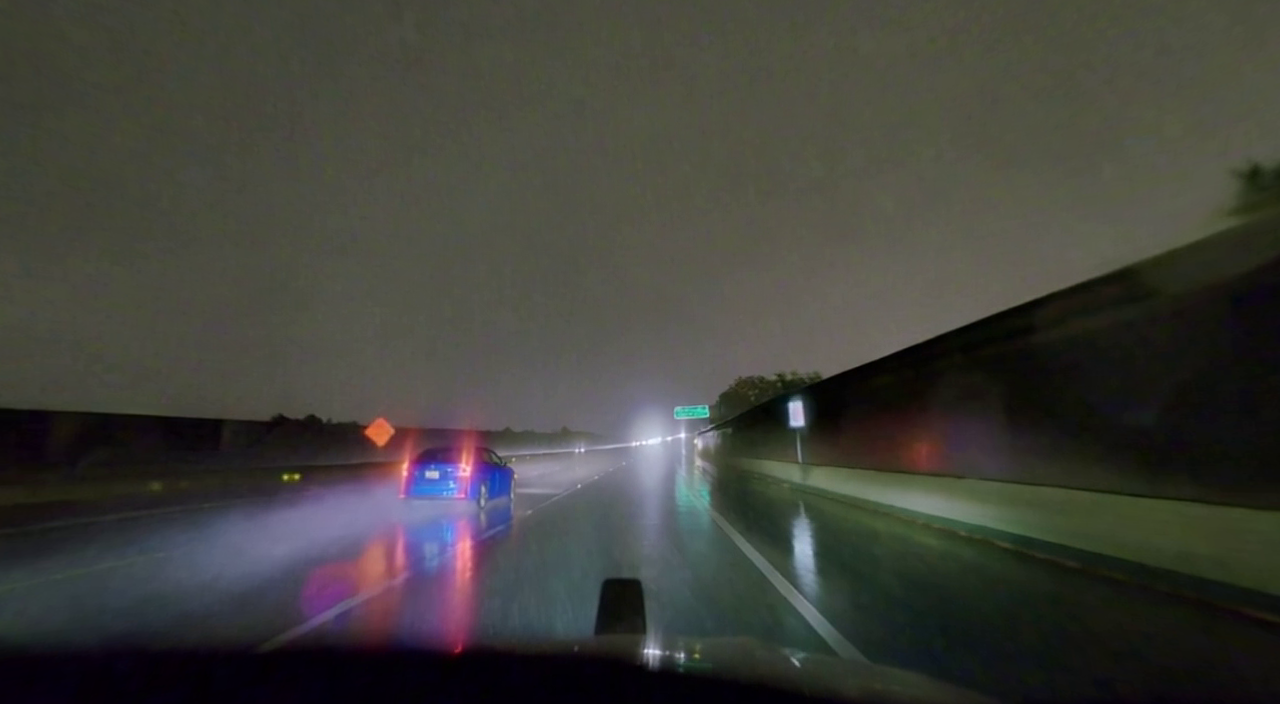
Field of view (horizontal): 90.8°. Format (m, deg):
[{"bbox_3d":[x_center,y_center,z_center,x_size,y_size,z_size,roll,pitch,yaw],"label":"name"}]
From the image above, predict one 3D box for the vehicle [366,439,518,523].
[{"bbox_3d":[-3.967,2.637,13.399,1.928,1.504,3.745,0,-9,1],"label":"vehicle"}]
